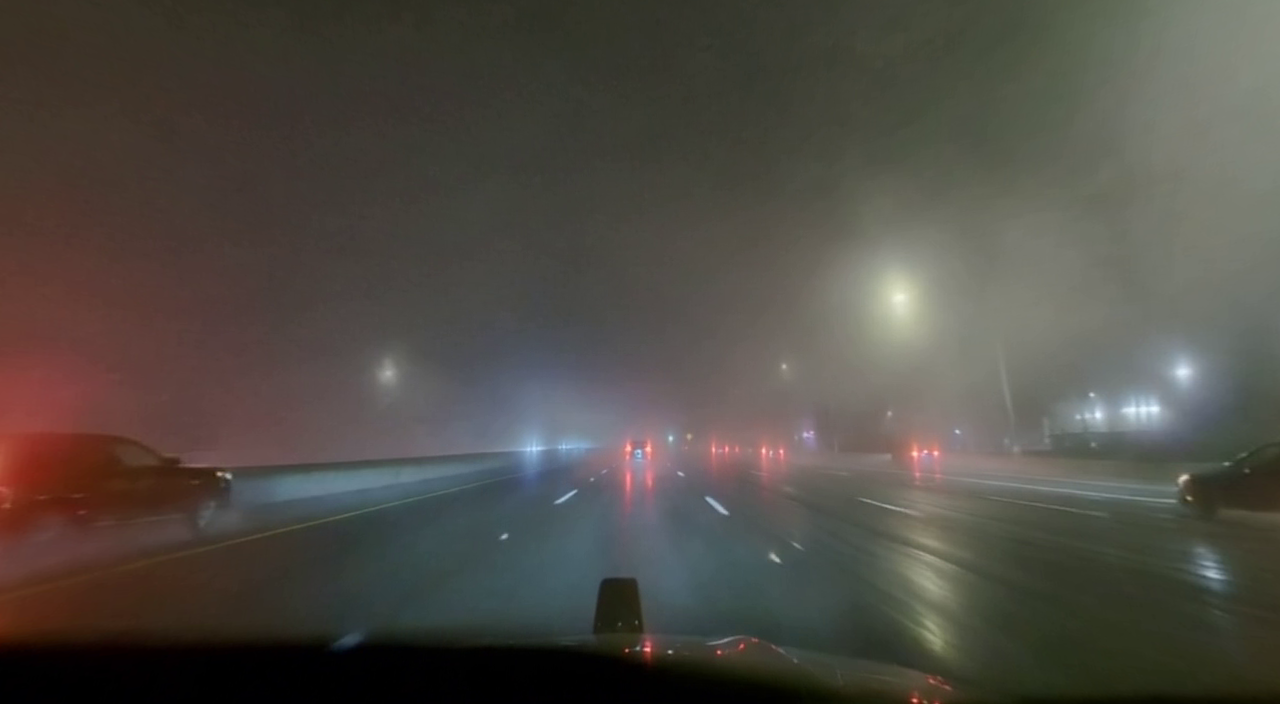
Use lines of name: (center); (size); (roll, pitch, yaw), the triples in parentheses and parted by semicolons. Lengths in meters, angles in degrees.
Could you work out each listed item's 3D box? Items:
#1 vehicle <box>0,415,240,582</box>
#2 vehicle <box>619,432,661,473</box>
vehicle: (-6.928, 1.548, 7.128); (1.967, 1.538, 4.295); (0, -8, 0)
vehicle: (0.038, 4.921, 31.016); (1.893, 1.827, 4.513); (0, -8, 1)
